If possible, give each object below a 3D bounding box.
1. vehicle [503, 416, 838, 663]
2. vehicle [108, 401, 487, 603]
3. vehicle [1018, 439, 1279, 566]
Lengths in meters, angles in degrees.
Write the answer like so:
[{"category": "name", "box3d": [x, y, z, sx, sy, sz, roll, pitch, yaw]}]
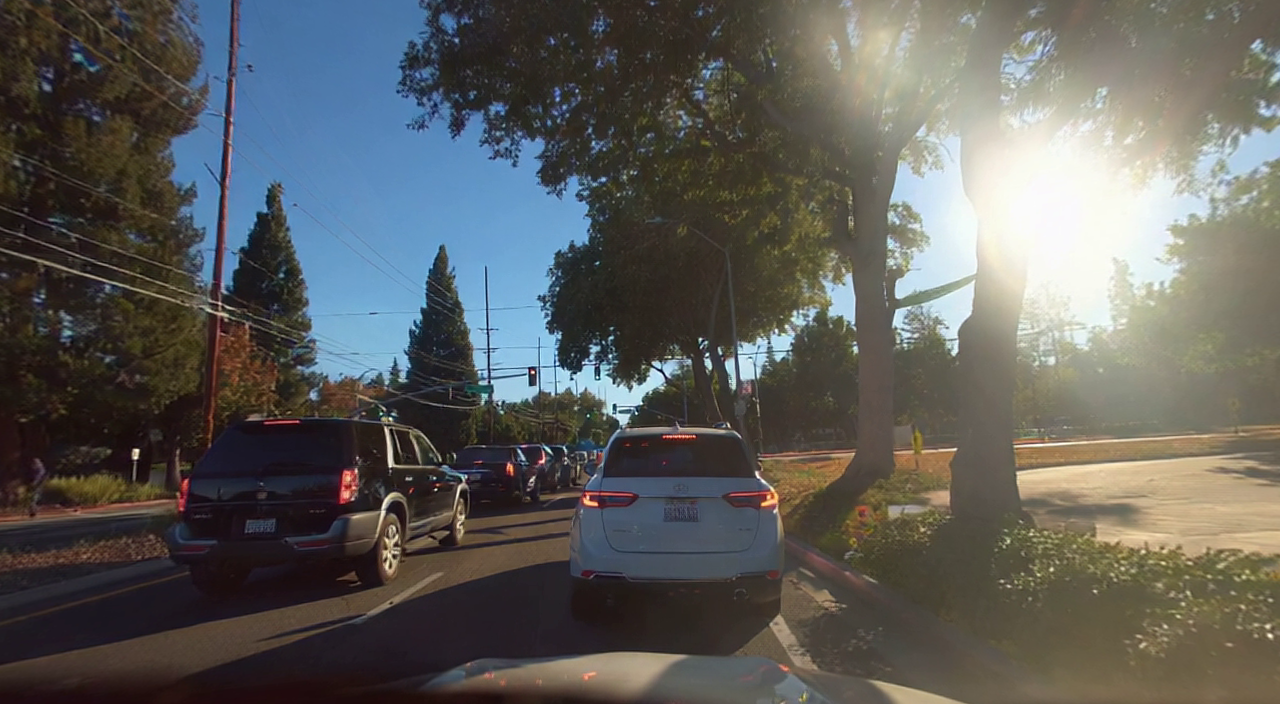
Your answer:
[{"category": "vehicle", "box3d": [0.121, 1.446, 5.957, 2.056, 1.487, 4.003, 0, -9, -2]}, {"category": "vehicle", "box3d": [-3.467, 1.609, 7.645, 2.105, 1.706, 4.337, 0, -9, 0]}, {"category": "vehicle", "box3d": [8.389, 2.155, 9.938, 1.993, 1.508, 4.521, 0, -9, -1]}]
